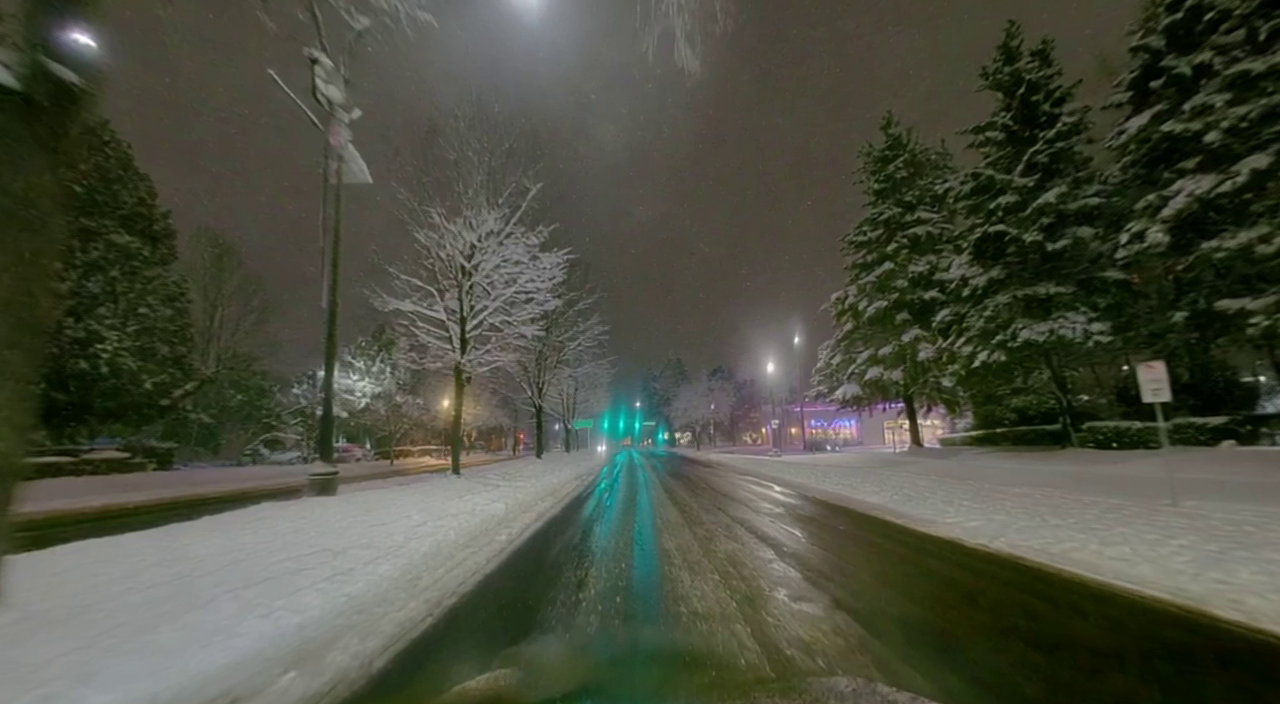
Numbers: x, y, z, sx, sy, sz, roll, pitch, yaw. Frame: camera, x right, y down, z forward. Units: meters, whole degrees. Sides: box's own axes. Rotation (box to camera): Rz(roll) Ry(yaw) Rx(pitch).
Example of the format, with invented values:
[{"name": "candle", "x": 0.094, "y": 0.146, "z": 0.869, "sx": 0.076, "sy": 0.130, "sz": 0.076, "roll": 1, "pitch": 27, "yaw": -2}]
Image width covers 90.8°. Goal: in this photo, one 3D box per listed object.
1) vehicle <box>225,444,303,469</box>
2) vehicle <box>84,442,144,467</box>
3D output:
[{"name": "vehicle", "x": -28.434, "y": 7.922, "z": 47.987, "sx": 4.922, "sy": 1.511, "sz": 1.959, "roll": 1, "pitch": -8, "yaw": -27}, {"name": "vehicle", "x": -41.624, "y": 8.092, "z": 49.962, "sx": 4.997, "sy": 1.912, "sz": 2.111, "roll": -6, "pitch": -10, "yaw": 33}]
